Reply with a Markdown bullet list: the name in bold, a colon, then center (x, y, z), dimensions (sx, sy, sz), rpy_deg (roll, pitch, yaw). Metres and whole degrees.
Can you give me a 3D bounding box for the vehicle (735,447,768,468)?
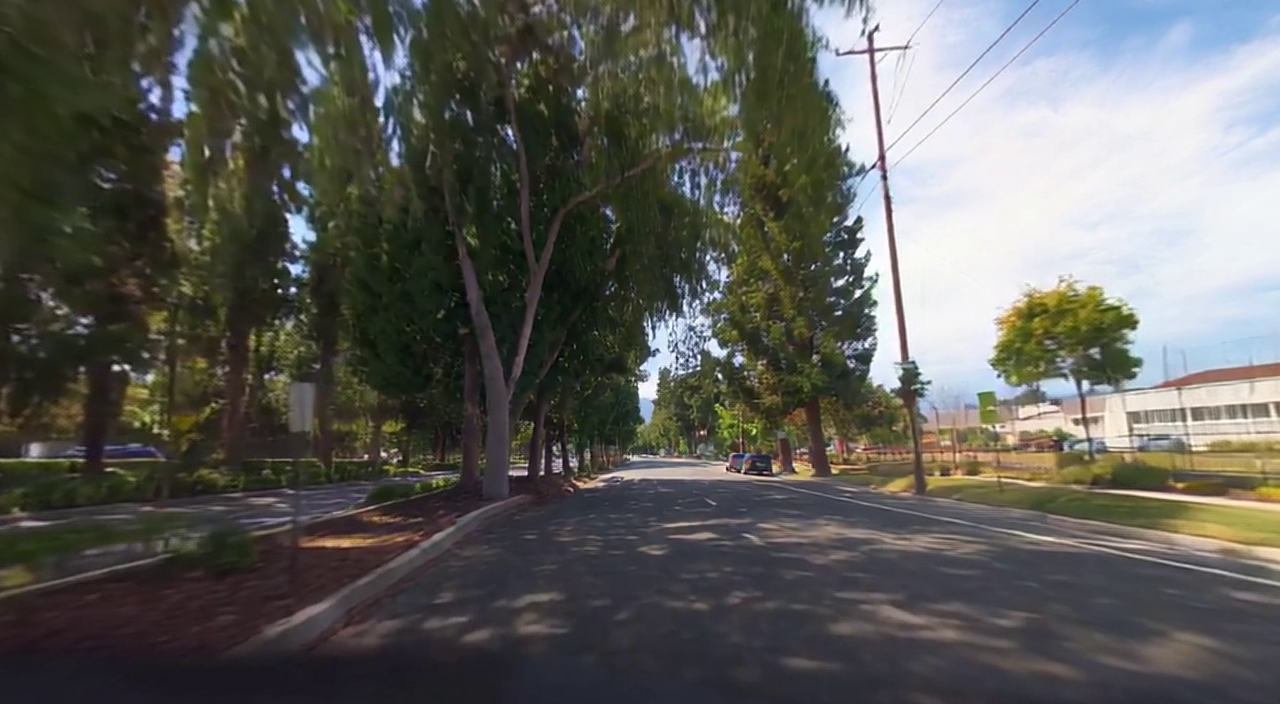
- **vehicle**: center (8.460, 8.029, 48.137), dimensions (1.868, 1.437, 4.254), rpy_deg (-1, -8, 3)
